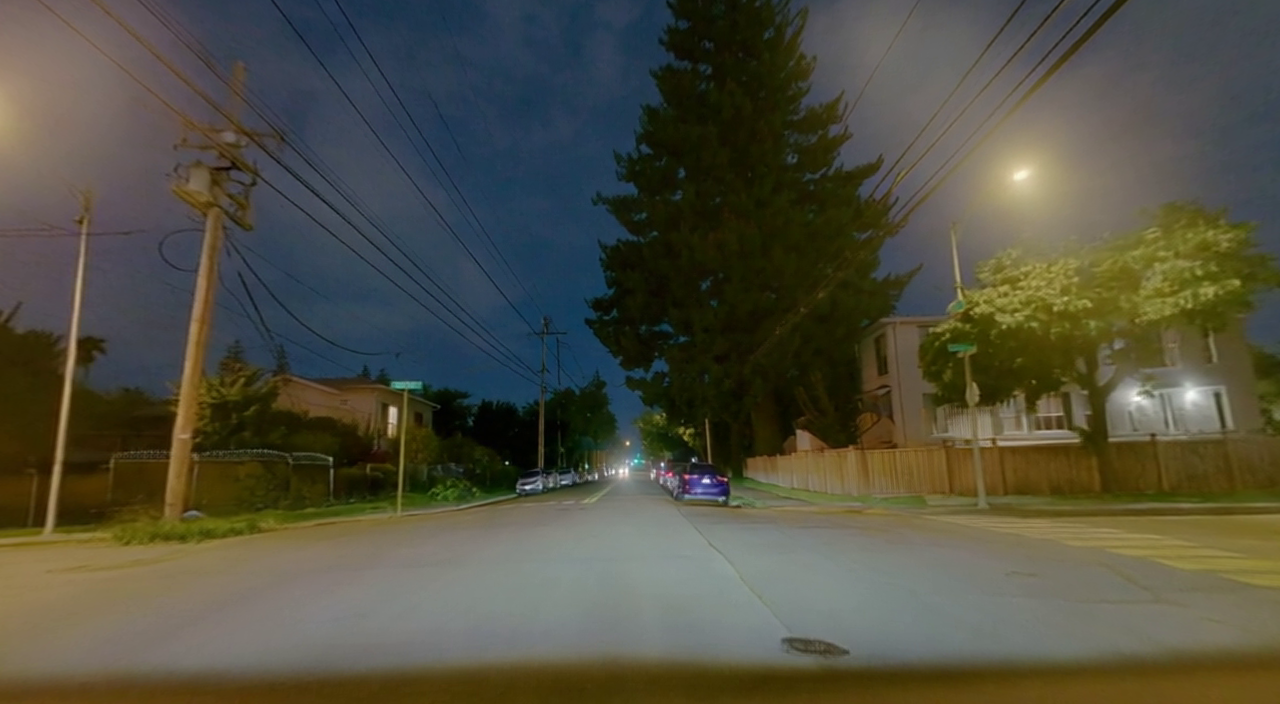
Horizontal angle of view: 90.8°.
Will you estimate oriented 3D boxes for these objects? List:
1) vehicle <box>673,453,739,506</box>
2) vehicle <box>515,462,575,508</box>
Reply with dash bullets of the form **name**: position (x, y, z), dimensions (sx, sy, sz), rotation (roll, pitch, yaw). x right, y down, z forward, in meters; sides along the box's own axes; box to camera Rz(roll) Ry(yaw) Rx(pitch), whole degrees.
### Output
- **vehicle**: position (2.592, 5.115, 25.824), dimensions (2.051, 1.874, 4.459), rotation (0, -8, -2)
- **vehicle**: position (-4.294, 6.095, 29.327), dimensions (2.189, 1.771, 4.571), rotation (0, -8, -1)
